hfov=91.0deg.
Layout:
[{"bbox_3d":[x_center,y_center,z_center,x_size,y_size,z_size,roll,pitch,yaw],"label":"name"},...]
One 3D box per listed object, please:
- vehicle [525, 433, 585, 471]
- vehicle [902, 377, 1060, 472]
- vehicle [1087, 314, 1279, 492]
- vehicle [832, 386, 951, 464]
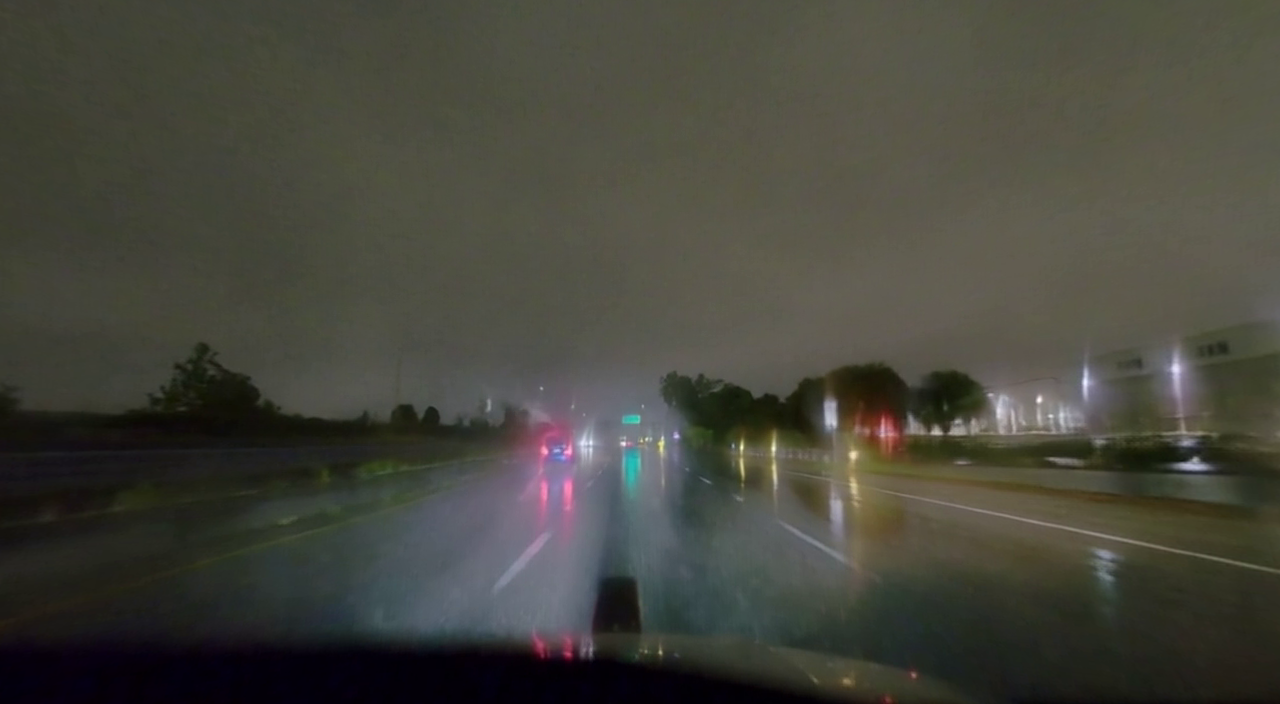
[{"bbox_3d":[-3.880,4.661,29.508,2.206,1.604,4.374,0,-8,0],"label":"vehicle"},{"bbox_3d":[16.940,3.617,32.183,2.909,4.017,8.582,3,-6,-4],"label":"vehicle"},{"bbox_3d":[17.248,1.224,15.180,3.854,4.214,13.934,-1,-8,6],"label":"vehicle"},{"bbox_3d":[16.072,4.786,41.391,2.935,4.242,10.799,4,-7,-3],"label":"vehicle"}]
